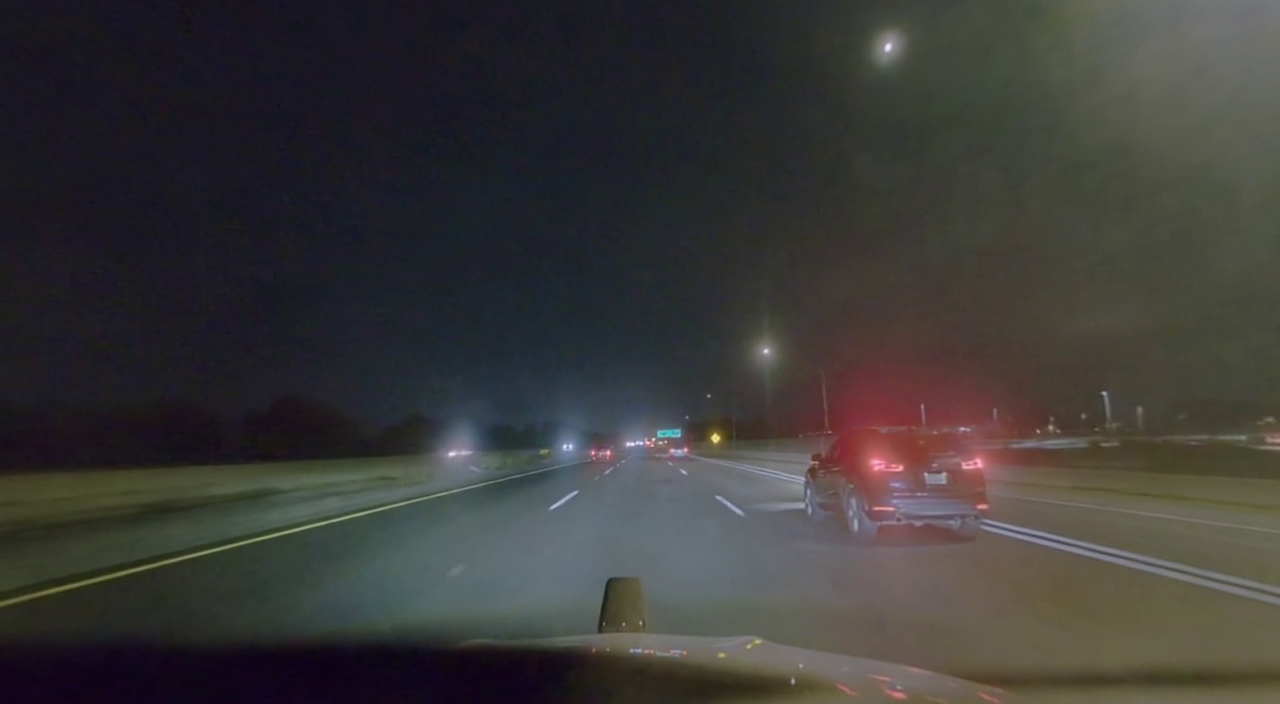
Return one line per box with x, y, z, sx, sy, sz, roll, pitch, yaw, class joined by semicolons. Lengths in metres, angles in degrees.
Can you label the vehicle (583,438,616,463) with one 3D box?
-3.056;7.553;48.500;2.319;1.738;4.355;0;-8;0;vehicle
